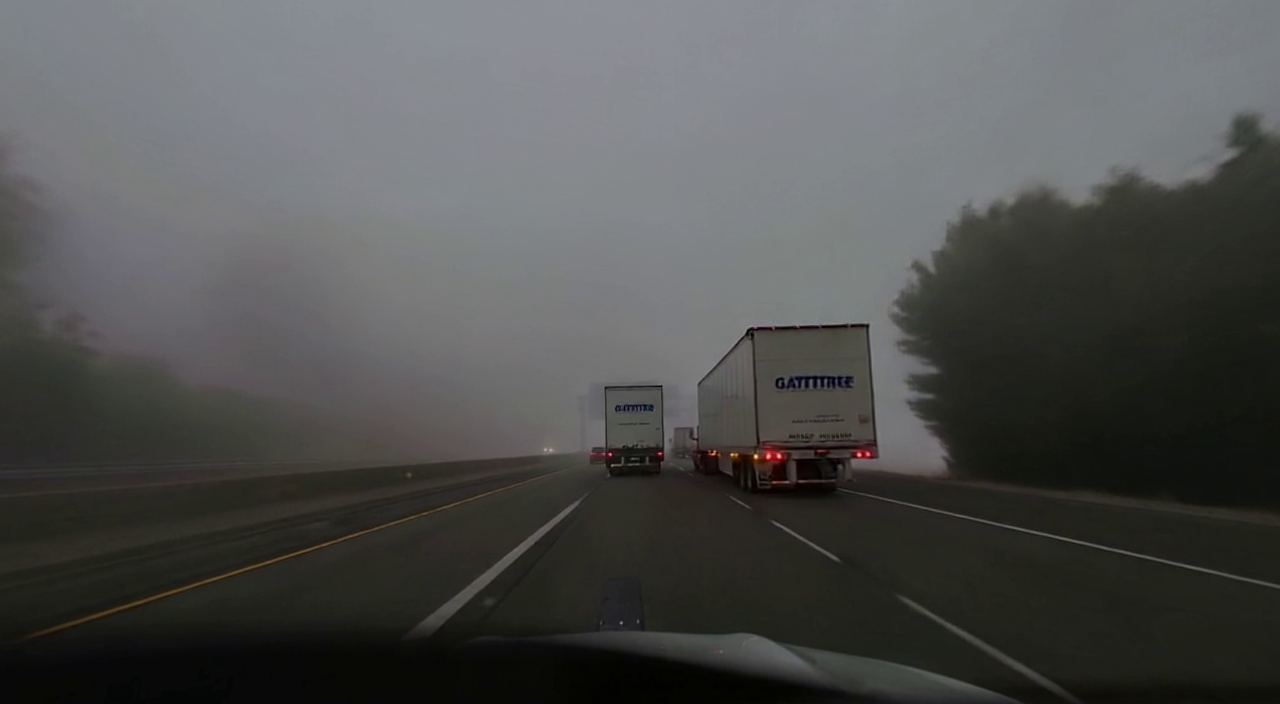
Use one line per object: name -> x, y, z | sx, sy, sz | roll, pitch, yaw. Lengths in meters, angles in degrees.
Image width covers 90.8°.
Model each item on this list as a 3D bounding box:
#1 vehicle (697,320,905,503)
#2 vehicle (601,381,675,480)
vehicle -> 4.243, 2.383, 21.411 | 3.044, 4.128, 14.482 | 0, -9, -1
vehicle -> -0.095, 3.782, 29.404 | 2.864, 3.805, 9.709 | 0, -9, 0
